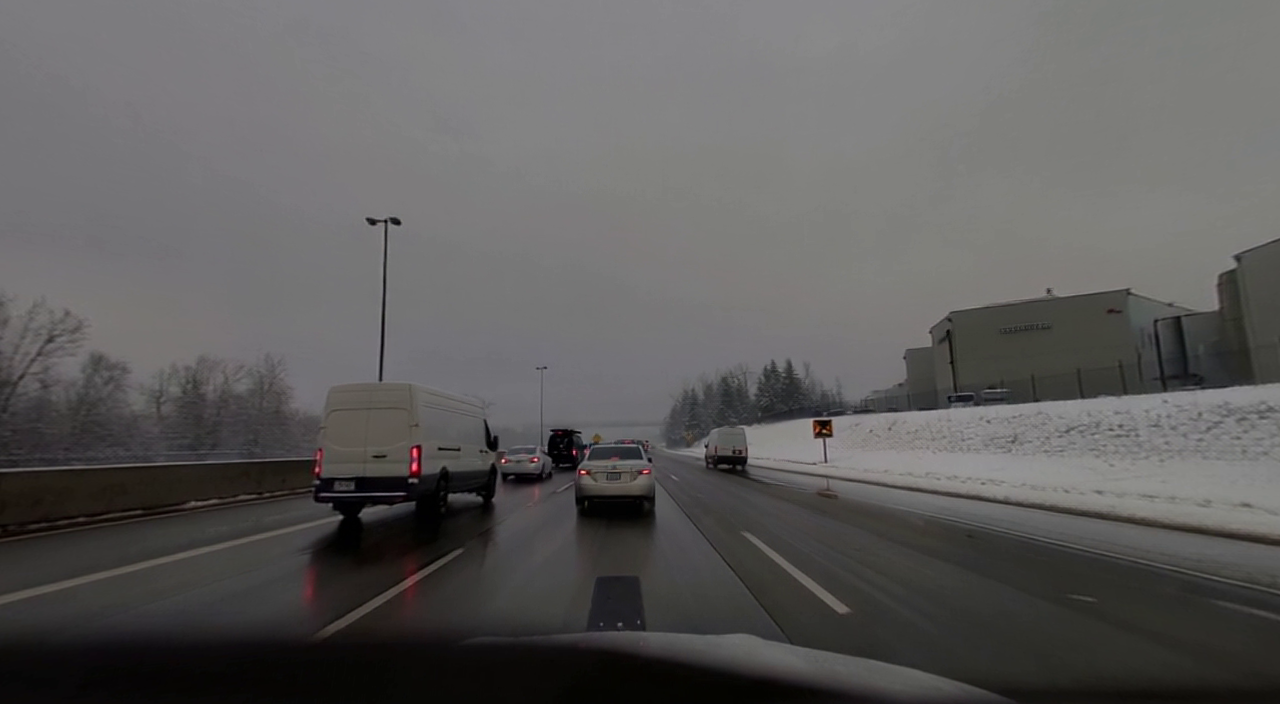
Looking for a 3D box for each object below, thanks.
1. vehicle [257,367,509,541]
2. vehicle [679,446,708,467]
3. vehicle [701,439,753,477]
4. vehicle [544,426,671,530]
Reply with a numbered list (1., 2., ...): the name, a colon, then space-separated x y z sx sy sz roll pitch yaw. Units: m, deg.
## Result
1. vehicle: -4.589 2.055 12.986 2.248 2.626 6.837 0 -9 0
2. vehicle: 4.180 8.224 49.638 1.874 1.512 3.723 0 -9 0
3. vehicle: 4.291 5.317 31.747 2.003 1.754 4.134 0 -9 0
4. vehicle: -0.542 2.385 12.385 2.093 1.695 3.782 0 -9 0
